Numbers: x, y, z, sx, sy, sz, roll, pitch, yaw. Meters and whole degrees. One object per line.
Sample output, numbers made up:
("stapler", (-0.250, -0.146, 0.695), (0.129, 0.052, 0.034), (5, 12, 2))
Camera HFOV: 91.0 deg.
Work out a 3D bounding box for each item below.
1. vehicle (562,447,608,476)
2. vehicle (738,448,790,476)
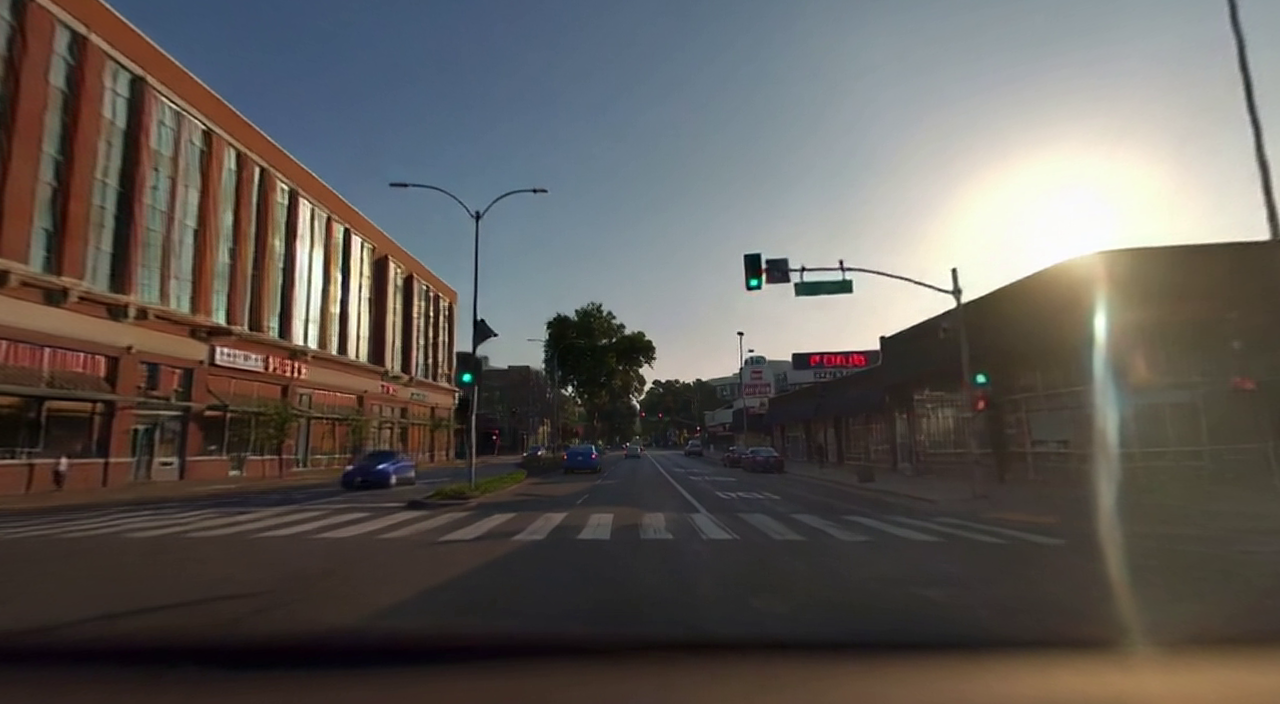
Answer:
("vehicle", (-2.907, 5.868, 34.091), (2.078, 1.471, 4.217), (0, -9, 0))
("vehicle", (7.240, 6.455, 37.248), (1.968, 1.493, 4.878), (0, -9, -1))
